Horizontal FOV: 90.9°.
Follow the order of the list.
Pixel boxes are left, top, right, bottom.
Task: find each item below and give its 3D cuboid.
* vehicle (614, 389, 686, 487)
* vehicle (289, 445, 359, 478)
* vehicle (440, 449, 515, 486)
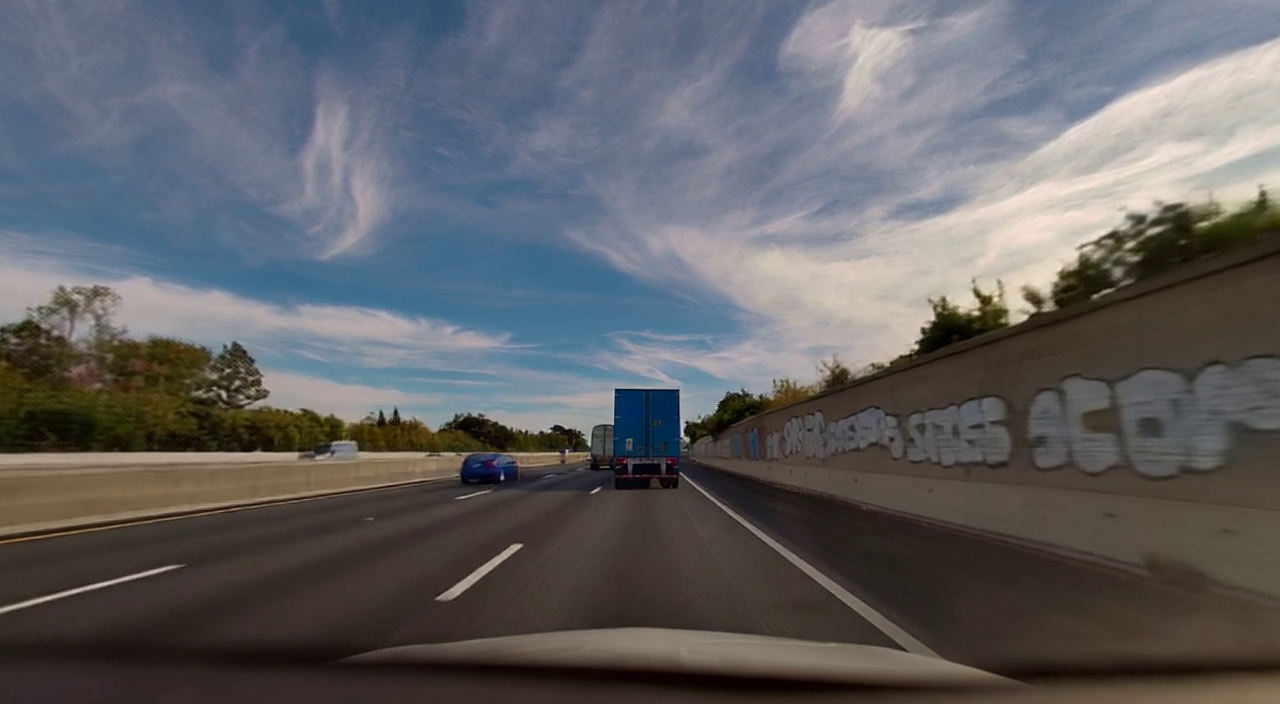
[{"bbox_3d":[0.446,4.413,31.715,2.997,4.069,10.871,0,-9,0],"label":"vehicle"},{"bbox_3d":[-19.608,6.807,39.336,1.987,1.948,4.363,0,-9,1],"label":"vehicle"},{"bbox_3d":[-7.224,5.177,28.622,1.998,1.529,4.850,0,-9,2],"label":"vehicle"}]
